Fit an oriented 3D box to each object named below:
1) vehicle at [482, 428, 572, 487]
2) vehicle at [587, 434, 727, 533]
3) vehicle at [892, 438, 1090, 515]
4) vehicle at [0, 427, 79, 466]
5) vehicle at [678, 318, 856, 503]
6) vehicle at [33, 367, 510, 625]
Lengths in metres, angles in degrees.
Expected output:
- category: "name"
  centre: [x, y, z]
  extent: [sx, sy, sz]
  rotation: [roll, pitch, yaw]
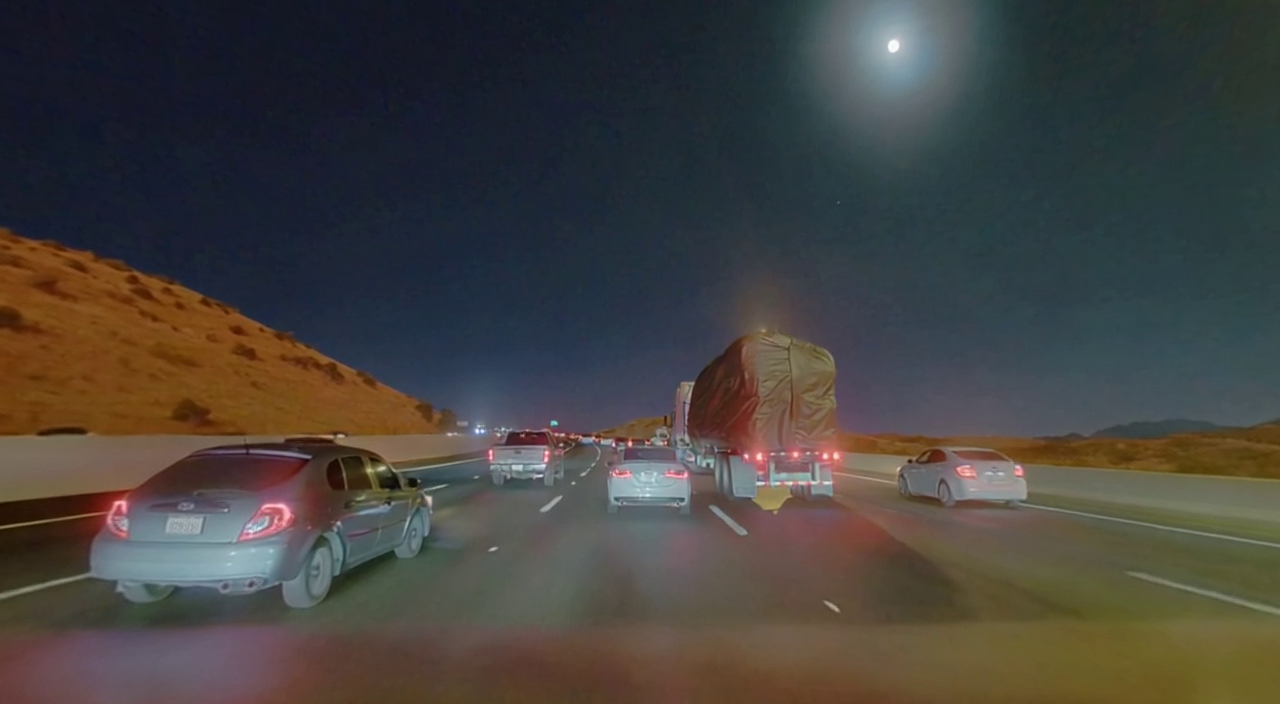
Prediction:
- category: "vehicle"
  centre: [-3.788, 3.636, 22.166]
  extent: [2.348, 1.821, 5.061]
  rotation: [0, -8, -1]
- category: "vehicle"
  centre: [0.199, 2.271, 11.558]
  extent: [2.105, 1.471, 3.978]
  rotation: [0, -8, -2]
- category: "vehicle"
  centre: [7.755, 2.764, 14.556]
  extent: [2.092, 1.495, 4.194]
  rotation: [0, -8, -1]
- category: "vehicle"
  centre: [-25.985, 3.874, 25.821]
  extent: [2.028, 1.489, 4.510]
  rotation: [0, -8, -3]
- category: "vehicle"
  centre: [3.122, 2.051, 19.464]
  extent: [2.759, 4.098, 10.906]
  rotation: [0, -8, -2]
- category: "vehicle"
  centre: [-3.286, 1.444, 7.424]
  extent: [2.318, 1.902, 5.374]
  rotation: [0, -8, 1]
